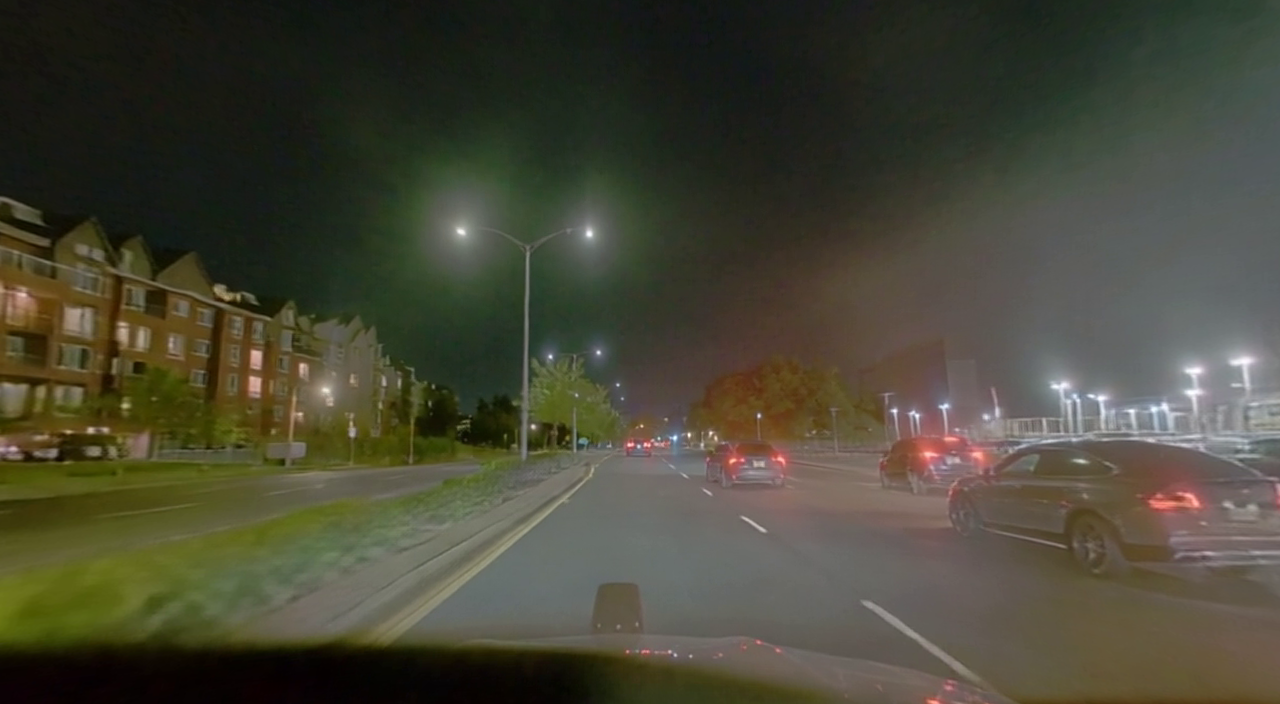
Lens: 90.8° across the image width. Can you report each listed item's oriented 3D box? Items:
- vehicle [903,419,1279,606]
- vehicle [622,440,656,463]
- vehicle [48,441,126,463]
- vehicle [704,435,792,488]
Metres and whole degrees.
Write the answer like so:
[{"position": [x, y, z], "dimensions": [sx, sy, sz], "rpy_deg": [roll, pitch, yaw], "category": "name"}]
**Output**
[{"position": [5.392, 1.668, 7.633], "dimensions": [2.098, 1.507, 4.655], "rpy_deg": [1, -8, -5], "category": "vehicle"}, {"position": [-0.115, 6.504, 41.439], "dimensions": [2.095, 1.456, 3.873], "rpy_deg": [0, -8, -1], "category": "vehicle"}, {"position": [-37.910, 6.885, 43.352], "dimensions": [3.747, 1.422, 1.643], "rpy_deg": [1, -9, -1], "category": "vehicle"}, {"position": [3.415, 3.562, 20.940], "dimensions": [1.953, 1.514, 4.672], "rpy_deg": [0, -8, -1], "category": "vehicle"}]
